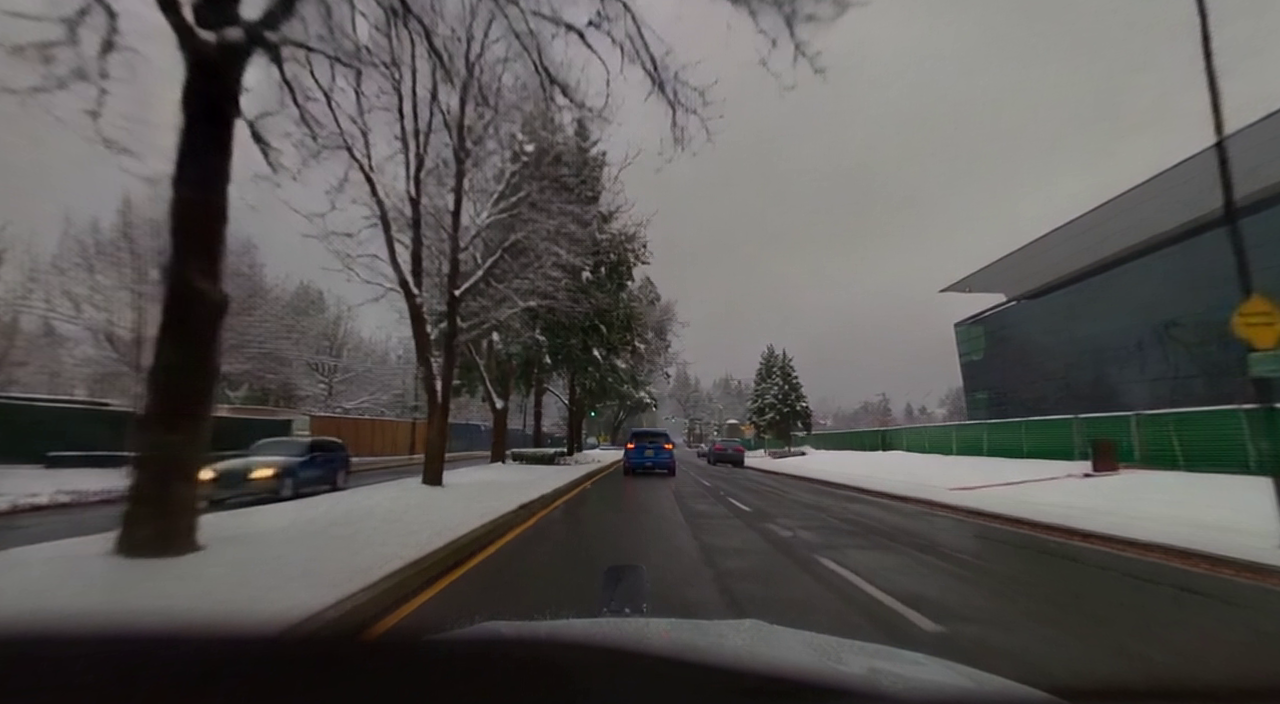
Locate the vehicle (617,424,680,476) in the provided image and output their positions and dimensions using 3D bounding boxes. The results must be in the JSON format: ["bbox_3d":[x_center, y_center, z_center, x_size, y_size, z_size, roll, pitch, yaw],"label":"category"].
[{"bbox_3d":[0.378,4.030,26.015,2.386,1.947,4.168,-1,-9,1],"label":"vehicle"}]

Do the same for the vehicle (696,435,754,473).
[{"bbox_3d":[4.066,4.960,30.864,2.138,1.699,4.852,0,-9,0],"label":"vehicle"}]

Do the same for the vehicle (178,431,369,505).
[{"bbox_3d":[-8.643,2.767,15.497,2.028,1.502,4.646,0,-9,-2],"label":"vehicle"}]
